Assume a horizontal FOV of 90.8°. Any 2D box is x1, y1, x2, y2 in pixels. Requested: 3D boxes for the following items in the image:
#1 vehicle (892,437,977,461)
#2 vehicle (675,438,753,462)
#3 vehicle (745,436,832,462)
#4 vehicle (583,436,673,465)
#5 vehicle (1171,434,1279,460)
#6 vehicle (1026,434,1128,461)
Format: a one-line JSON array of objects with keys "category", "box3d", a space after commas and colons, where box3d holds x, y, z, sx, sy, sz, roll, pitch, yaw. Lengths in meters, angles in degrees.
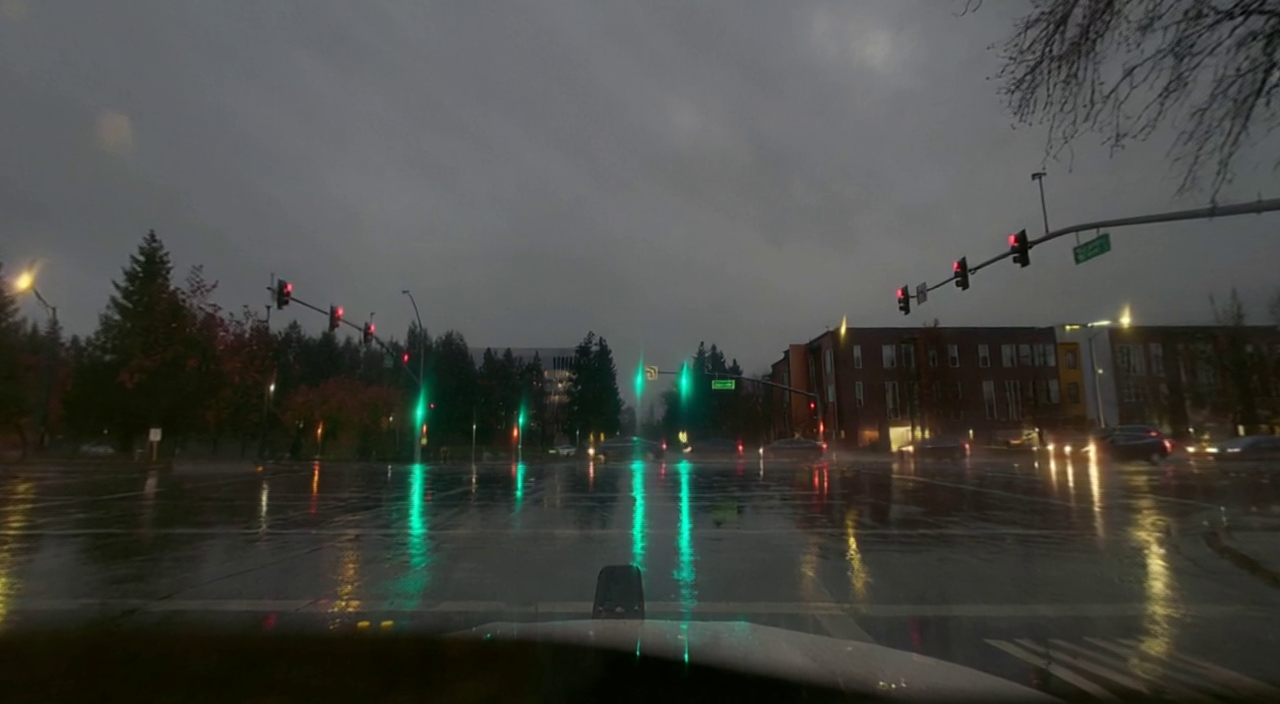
[{"category": "vehicle", "box3d": [18.626, 6.139, 40.068, 4.443, 1.472, 1.794, 0, -9, 1]}, {"category": "vehicle", "box3d": [4.634, 6.208, 40.175, 4.759, 1.445, 1.865, 0, -9, 0]}, {"category": "vehicle", "box3d": [8.627, 5.670, 36.920, 4.631, 1.435, 1.715, 0, -9, -1]}, {"category": "vehicle", "box3d": [-0.619, 5.179, 33.174, 4.629, 1.423, 1.833, 0, -9, 0]}, {"category": "vehicle", "box3d": [34.087, 5.519, 36.713, 4.724, 1.452, 1.870, 0, -9, 0]}, {"category": "vehicle", "box3d": [25.262, 5.520, 36.612, 4.519, 1.476, 1.767, 0, -9, 1]}]
